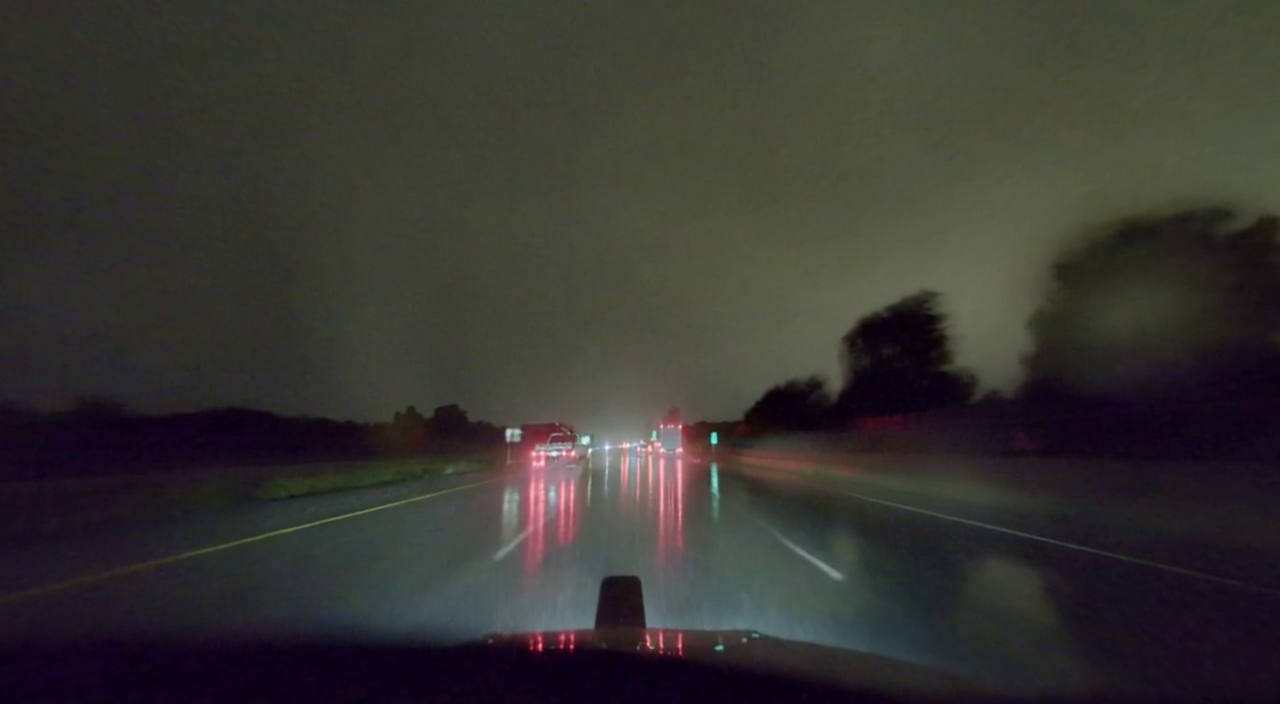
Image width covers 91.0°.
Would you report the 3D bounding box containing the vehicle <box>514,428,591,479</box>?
[{"bbox_3d":[-3.533,4.249,26.625,2.379,1.918,5.504,0,-8,1],"label":"vehicle"}]
